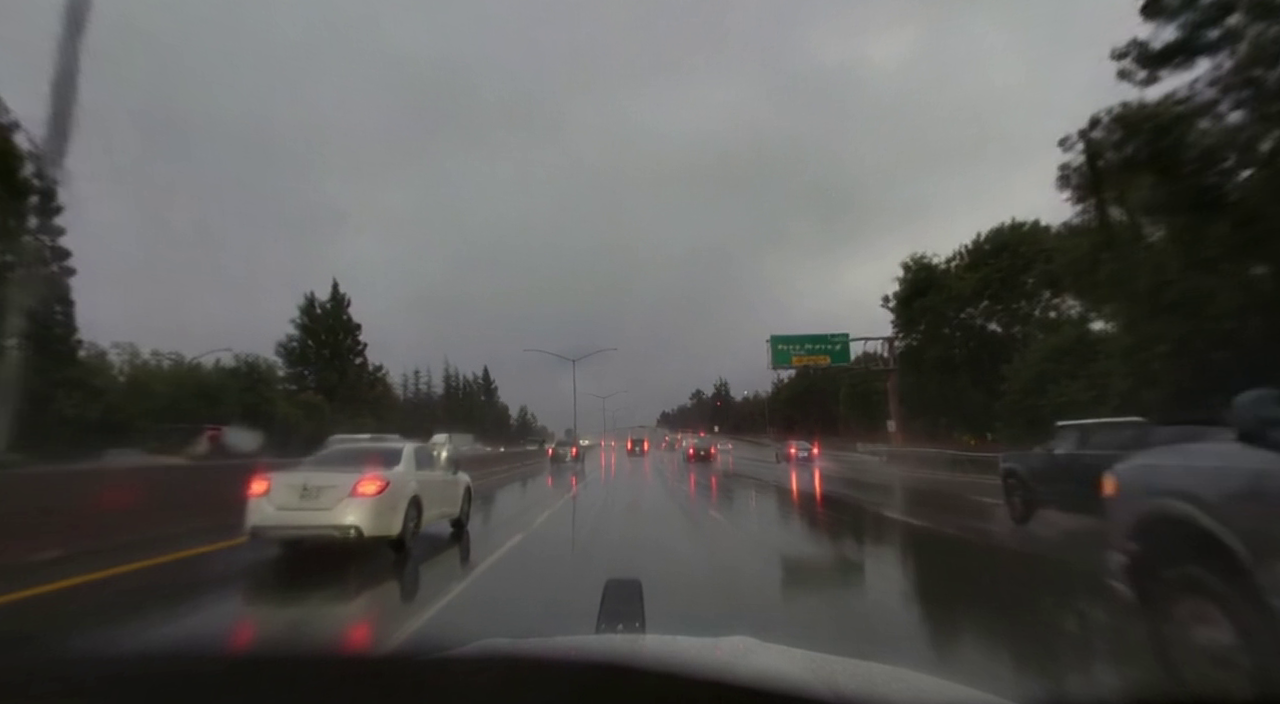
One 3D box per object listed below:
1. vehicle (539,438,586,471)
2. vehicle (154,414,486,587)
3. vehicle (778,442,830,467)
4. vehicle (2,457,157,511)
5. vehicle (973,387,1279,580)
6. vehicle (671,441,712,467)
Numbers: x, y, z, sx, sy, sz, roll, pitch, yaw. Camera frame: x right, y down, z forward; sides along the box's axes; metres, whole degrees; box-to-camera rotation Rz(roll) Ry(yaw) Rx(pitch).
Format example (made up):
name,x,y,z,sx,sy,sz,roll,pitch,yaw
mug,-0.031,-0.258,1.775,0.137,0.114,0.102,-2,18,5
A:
name,x,y,z,sx,sy,sz,roll,pitch,yaw
vehicle,-4.078,5.455,33.755,1.992,1.651,4.185,0,-8,0
vehicle,-3.634,1.759,8.360,2.119,1.654,4.353,0,-8,0
vehicle,9.609,6.044,37.294,1.910,1.384,3.867,0,-8,-2
vehicle,-15.939,3.726,18.203,1.459,1.318,3.318,0,-8,-1
vehicle,6.490,1.461,7.776,2.105,1.655,4.652,0,-8,-2
vehicle,3.103,6.243,38.830,2.007,1.469,4.337,0,-8,-2
